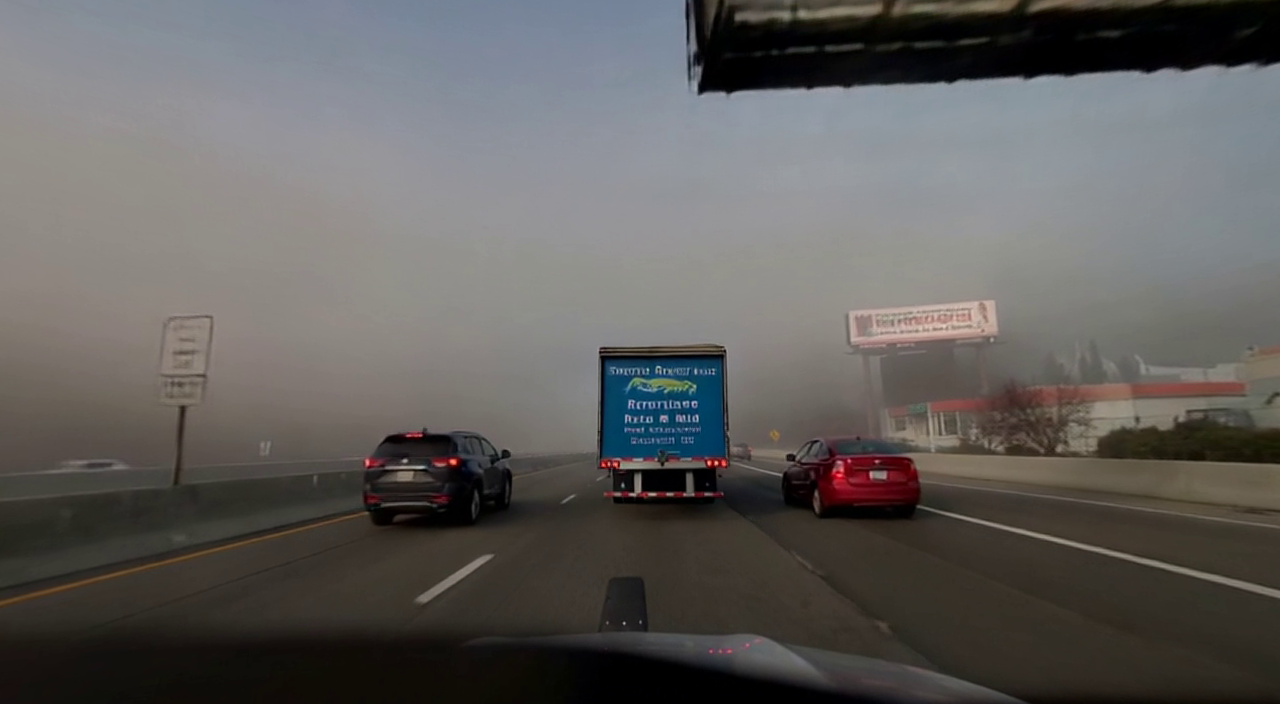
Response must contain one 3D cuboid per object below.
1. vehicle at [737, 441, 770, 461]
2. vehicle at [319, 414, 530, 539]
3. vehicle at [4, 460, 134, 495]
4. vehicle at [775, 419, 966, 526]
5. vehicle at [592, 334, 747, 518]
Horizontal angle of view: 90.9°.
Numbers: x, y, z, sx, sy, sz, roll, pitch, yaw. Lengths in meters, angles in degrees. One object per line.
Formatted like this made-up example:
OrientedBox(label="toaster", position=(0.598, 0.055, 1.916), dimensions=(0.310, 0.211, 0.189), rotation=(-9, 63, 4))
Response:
OrientedBox(label="vehicle", position=(8.709, 7.625, 48.642), dimensions=(1.931, 1.495, 3.889), rotation=(-1, -8, 2))
OrientedBox(label="vehicle", position=(-3.451, 2.092, 11.230), dimensions=(2.030, 1.757, 4.509), rotation=(-1, -8, 2))
OrientedBox(label="vehicle", position=(-29.231, 6.407, 32.504), dimensions=(1.861, 1.551, 4.728), rotation=(-2, -8, 9))
OrientedBox(label="vehicle", position=(4.146, 2.246, 12.291), dimensions=(2.066, 1.692, 4.339), rotation=(0, -8, 0))
OrientedBox(label="vehicle", position=(0.652, 1.924, 15.628), dimensions=(2.733, 3.296, 8.571), rotation=(-1, -8, 2))
